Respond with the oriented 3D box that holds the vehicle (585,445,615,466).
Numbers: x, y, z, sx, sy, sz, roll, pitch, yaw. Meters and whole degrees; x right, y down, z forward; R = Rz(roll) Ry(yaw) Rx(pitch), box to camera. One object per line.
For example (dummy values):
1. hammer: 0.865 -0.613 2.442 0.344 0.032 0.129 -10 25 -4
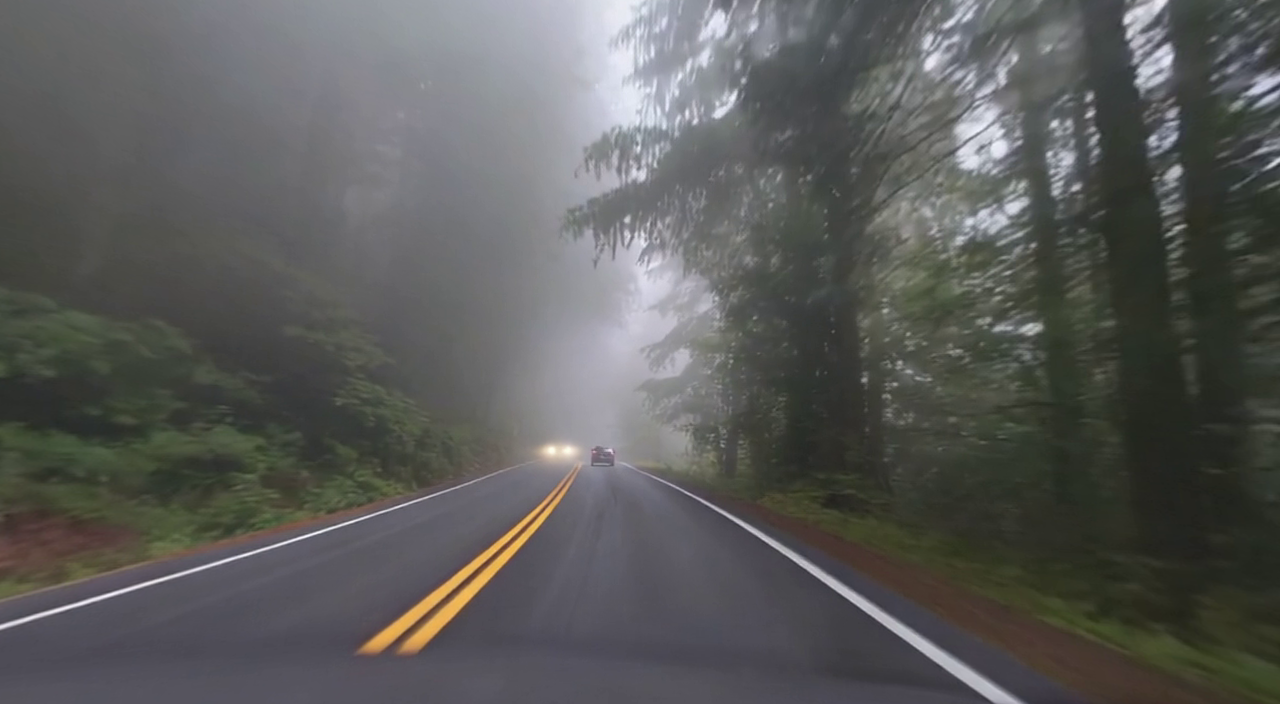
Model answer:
1. vehicle: -3.103 7.831 47.762 2.120 1.491 4.349 0 -9 -5
